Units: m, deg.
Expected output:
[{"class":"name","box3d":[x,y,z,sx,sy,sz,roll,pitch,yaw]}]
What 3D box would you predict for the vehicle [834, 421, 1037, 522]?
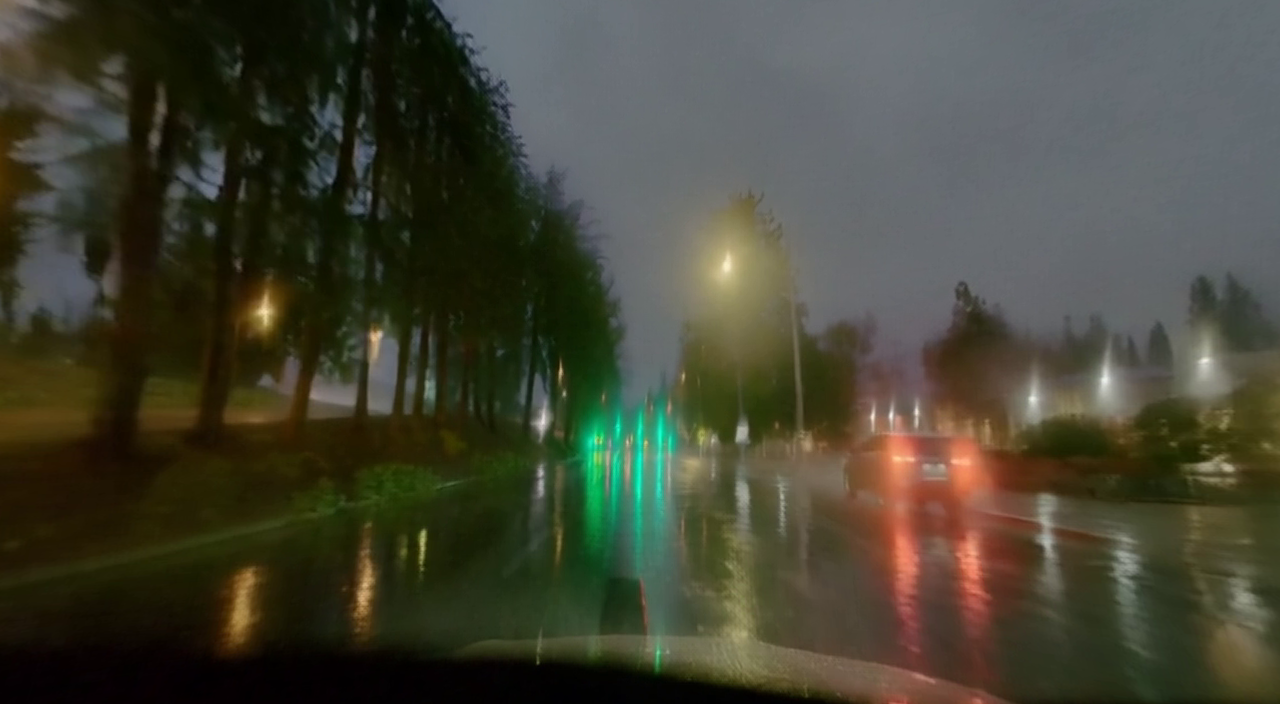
[{"class":"vehicle","box3d":[6.062,2.507,13.858,2.177,1.788,5.106,0,-8,3]}]
